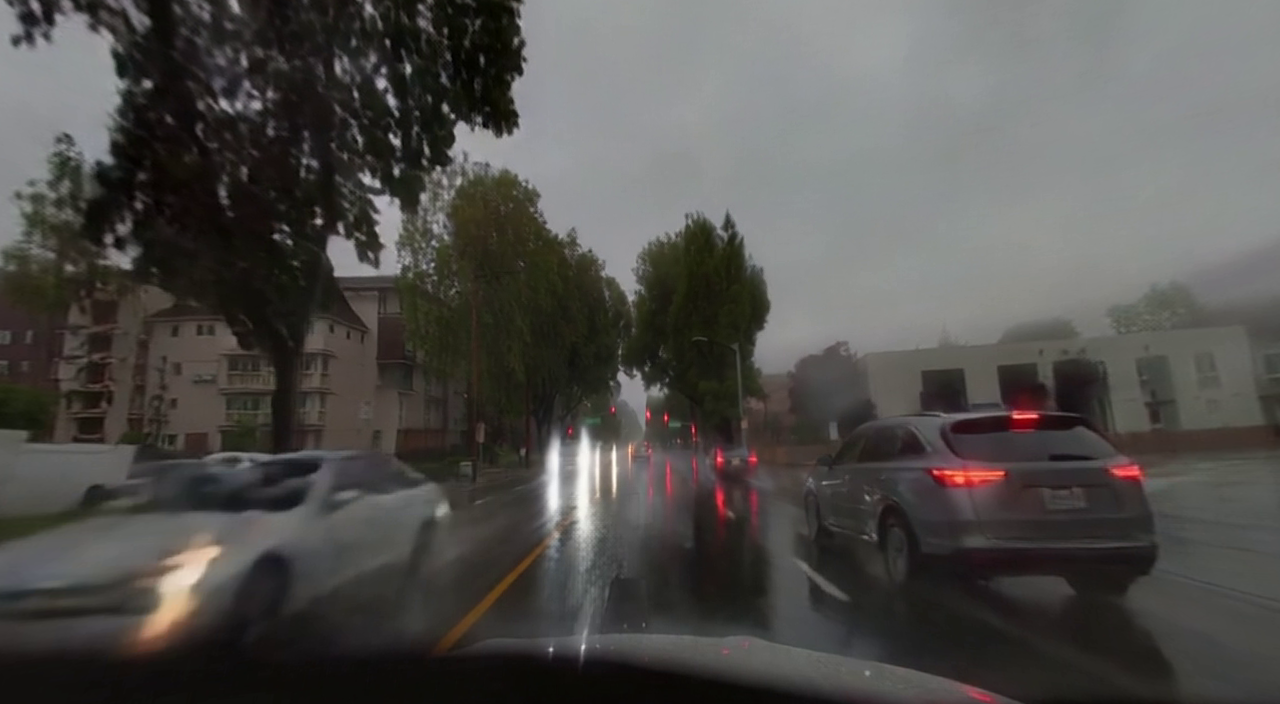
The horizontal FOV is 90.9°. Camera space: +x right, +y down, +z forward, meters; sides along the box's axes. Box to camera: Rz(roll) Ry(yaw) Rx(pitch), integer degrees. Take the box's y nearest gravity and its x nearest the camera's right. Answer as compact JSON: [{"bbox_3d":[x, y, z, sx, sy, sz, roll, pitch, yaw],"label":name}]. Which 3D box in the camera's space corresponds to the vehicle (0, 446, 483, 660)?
[{"bbox_3d":[-3.316,1.711,6.540,2.133,1.439,4.280,0,-9,2],"label":"vehicle"}]

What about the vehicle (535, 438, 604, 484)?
[{"bbox_3d":[-3.136,5.079,29.707,2.304,1.886,6.516,0,-9,2],"label":"vehicle"}]

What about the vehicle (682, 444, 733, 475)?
[{"bbox_3d":[3.449,5.622,33.167,2.072,1.471,4.834,0,-9,-1],"label":"vehicle"}]

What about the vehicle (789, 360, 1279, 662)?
[{"bbox_3d":[3.305,1.364,6.540,2.251,1.861,5.144,0,-9,0],"label":"vehicle"}]
